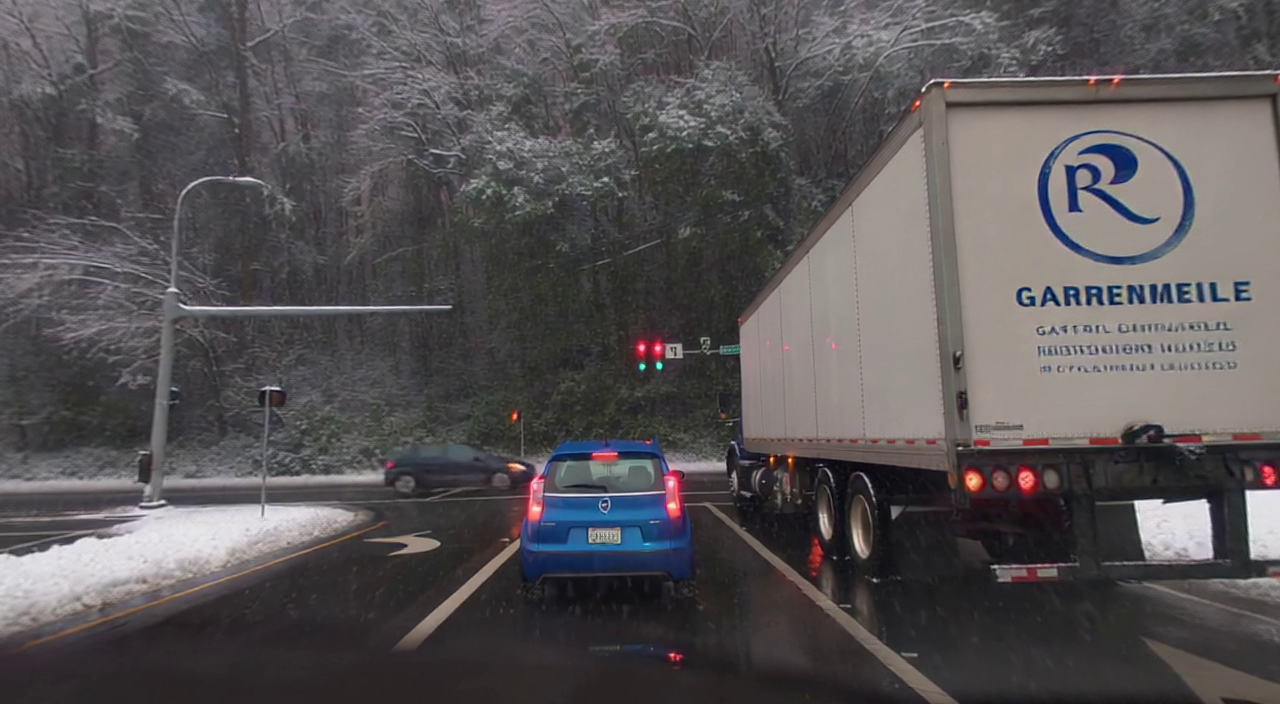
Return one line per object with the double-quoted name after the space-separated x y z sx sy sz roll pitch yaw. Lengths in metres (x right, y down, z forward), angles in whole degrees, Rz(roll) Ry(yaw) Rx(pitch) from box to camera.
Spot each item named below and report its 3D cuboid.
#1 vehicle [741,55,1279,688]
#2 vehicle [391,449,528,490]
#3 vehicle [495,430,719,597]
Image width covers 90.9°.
3.511 0.725 8.542 2.884 3.753 9.763 0 -9 1 "vehicle"
-6.752 4.453 24.070 4.761 1.436 1.870 1 -9 -8 "vehicle"
-0.328 1.713 7.425 1.975 1.457 3.526 0 -9 -1 "vehicle"
